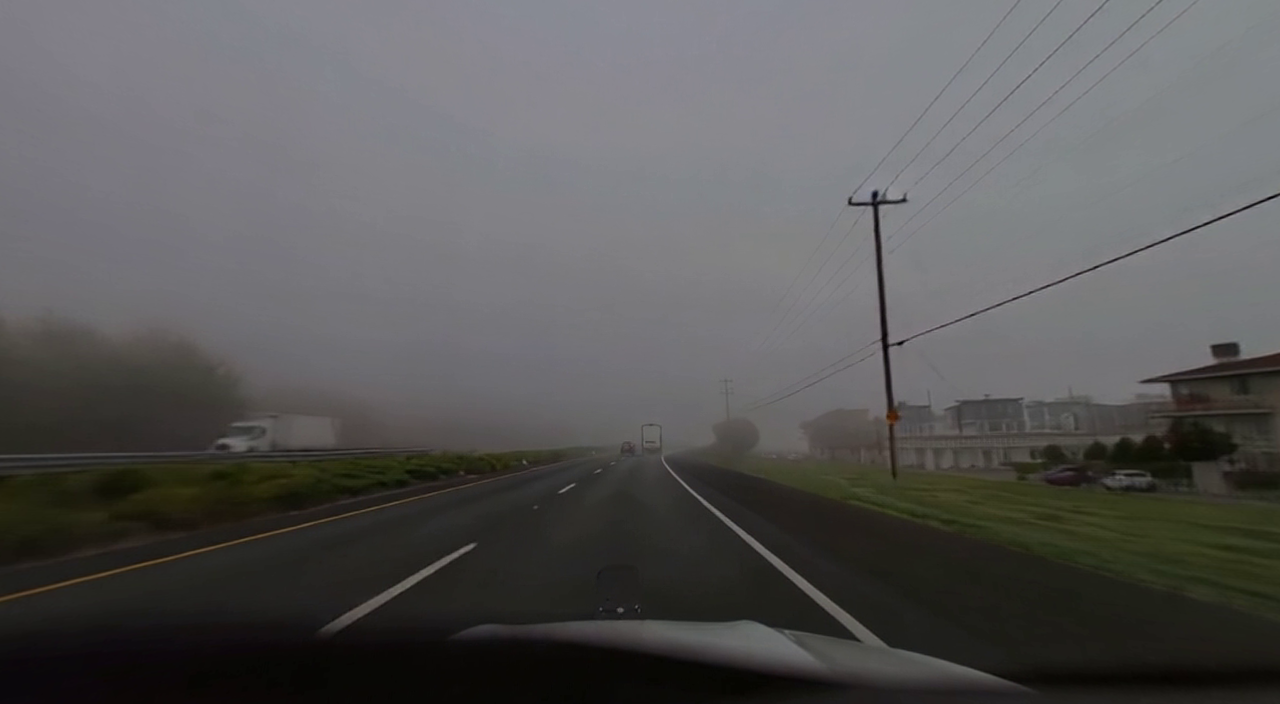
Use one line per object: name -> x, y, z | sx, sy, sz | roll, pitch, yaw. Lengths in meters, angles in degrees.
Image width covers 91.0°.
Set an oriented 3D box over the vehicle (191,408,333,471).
vehicle -> -25.779, 6.176, 43.934 | 3.010, 3.832, 10.575 | 0, -9, 2
